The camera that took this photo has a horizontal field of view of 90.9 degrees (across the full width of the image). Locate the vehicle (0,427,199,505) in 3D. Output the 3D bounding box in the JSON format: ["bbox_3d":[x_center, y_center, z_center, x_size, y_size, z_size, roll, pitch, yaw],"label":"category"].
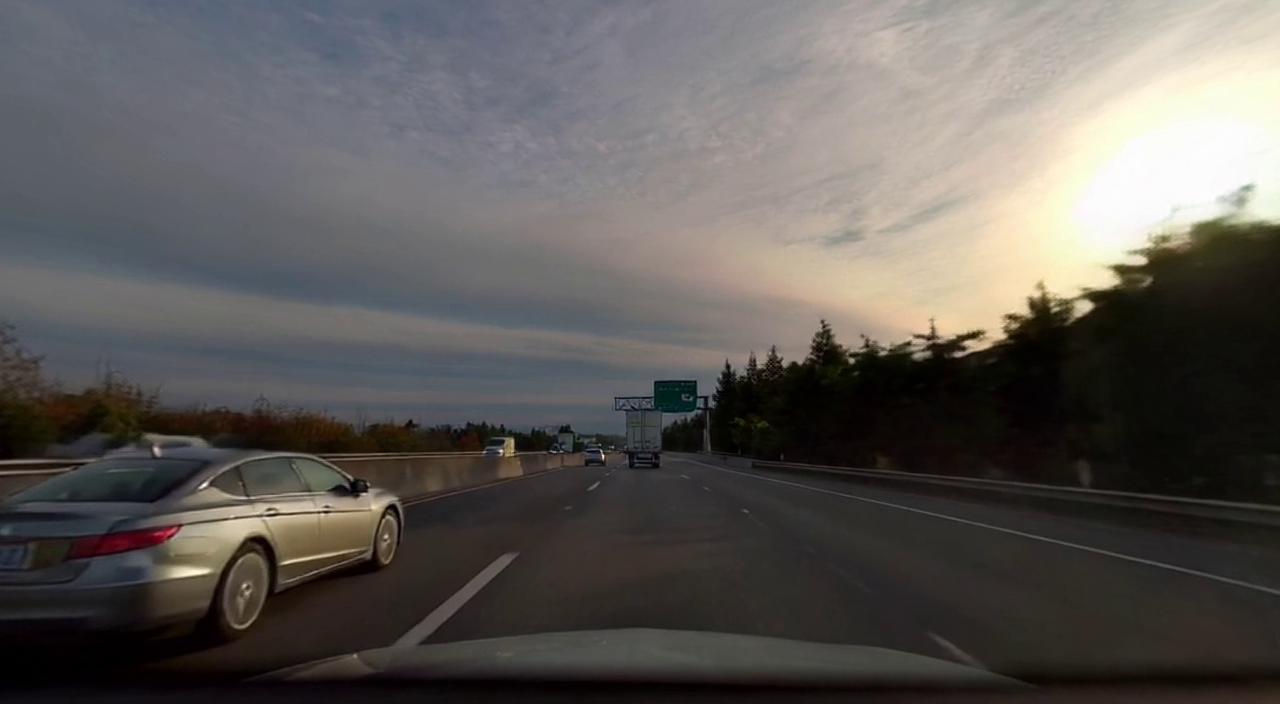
[{"bbox_3d":[-12.477,2.533,14.299,2.104,1.492,3.856,0,-9,0],"label":"vehicle"}]

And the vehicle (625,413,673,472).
[{"bbox_3d":[0.457,6.362,44.024,2.893,3.628,9.081,0,-9,-2],"label":"vehicle"}]
